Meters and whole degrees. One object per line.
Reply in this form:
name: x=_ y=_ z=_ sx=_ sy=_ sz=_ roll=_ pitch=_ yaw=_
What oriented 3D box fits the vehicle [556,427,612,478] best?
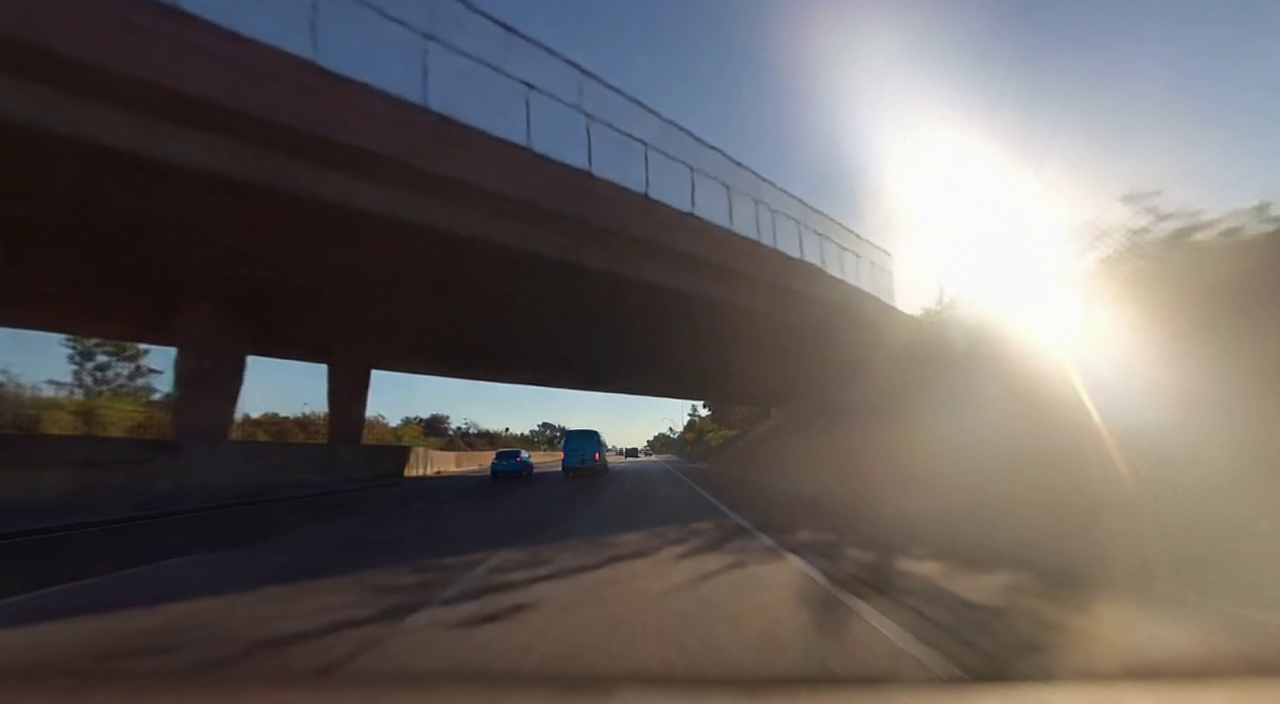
vehicle: x=-2.947 y=5.513 z=34.709 sx=2.437 sy=2.565 sz=5.829 roll=0 pitch=-9 yaw=1

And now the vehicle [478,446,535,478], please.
vehicle: x=-7.306 y=6.058 z=35.011 sx=2.164 sy=1.664 sz=4.252 roll=0 pitch=-9 yaw=1
